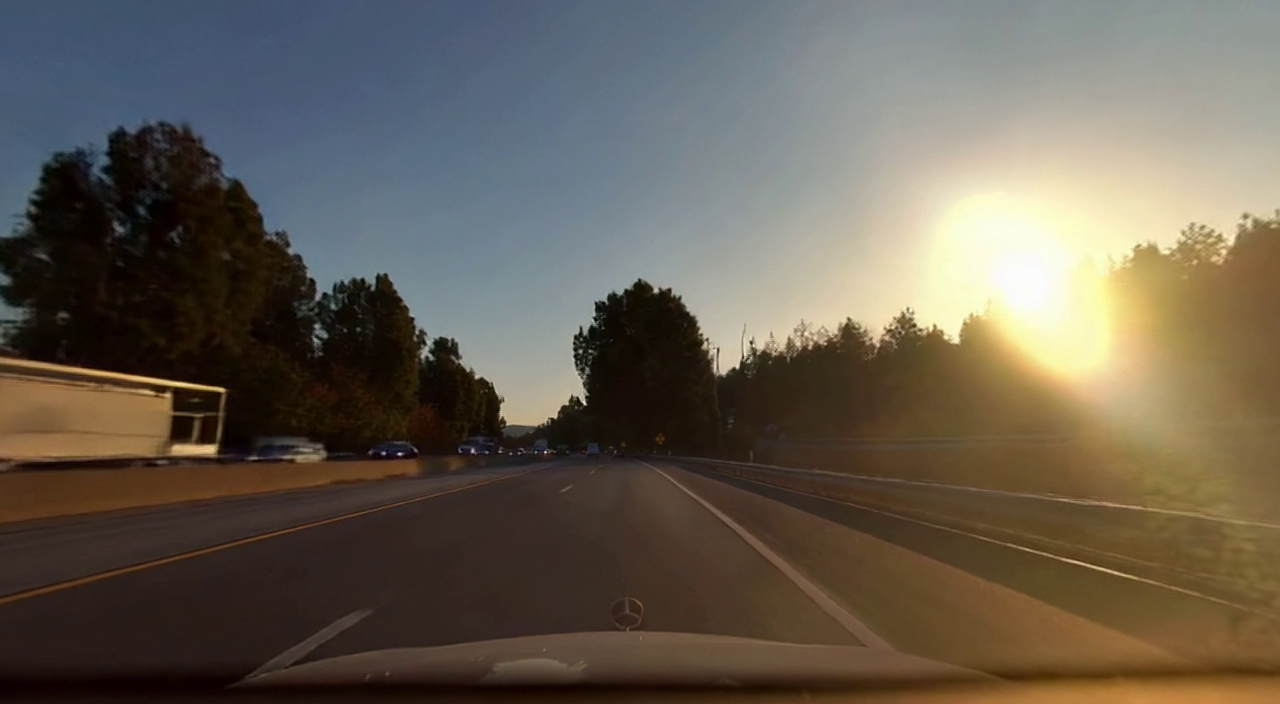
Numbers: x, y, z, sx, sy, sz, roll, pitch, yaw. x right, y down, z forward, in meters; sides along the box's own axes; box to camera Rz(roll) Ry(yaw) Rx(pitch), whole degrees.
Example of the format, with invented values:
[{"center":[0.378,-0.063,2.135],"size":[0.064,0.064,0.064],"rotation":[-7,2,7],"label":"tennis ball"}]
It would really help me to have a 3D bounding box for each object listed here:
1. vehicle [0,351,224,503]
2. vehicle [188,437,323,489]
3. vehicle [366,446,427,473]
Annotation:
[{"center":[-19.053,2.315,19.076],"size":[2.936,4.098,14.293],"rotation":[2,-9,1],"label":"vehicle"},{"center":[-14.162,4.109,23.609],"size":[2.037,1.711,4.611],"rotation":[0,-9,1],"label":"vehicle"},{"center":[-14.314,6.328,37.333],"size":[1.846,1.517,4.301],"rotation":[0,-9,0],"label":"vehicle"}]
